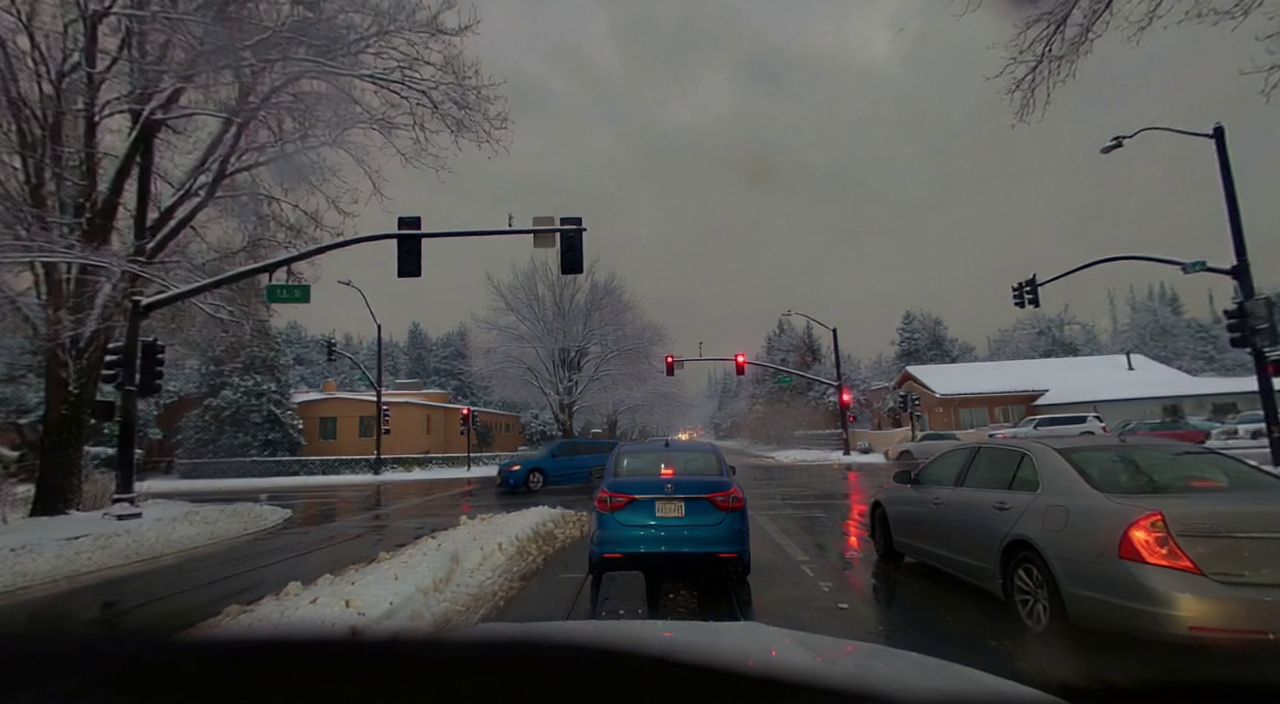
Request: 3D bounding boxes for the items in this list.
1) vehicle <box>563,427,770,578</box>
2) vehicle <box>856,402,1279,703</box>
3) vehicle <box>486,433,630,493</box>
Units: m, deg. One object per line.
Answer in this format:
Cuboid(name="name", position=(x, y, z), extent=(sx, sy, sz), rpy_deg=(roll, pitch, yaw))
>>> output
Cuboid(name="vehicle", position=(0.303, 1.816, 8.335), extent=(2.090, 1.505, 3.756), rpy_deg=(-1, -9, 1))
Cuboid(name="vehicle", position=(3.659, 1.338, 5.444), extent=(1.888, 1.486, 4.681), rpy_deg=(0, -9, -1))
Cuboid(name="vehicle", position=(-2.567, 3.593, 20.846), extent=(1.996, 1.705, 4.577), rpy_deg=(-7, -11, 39))
